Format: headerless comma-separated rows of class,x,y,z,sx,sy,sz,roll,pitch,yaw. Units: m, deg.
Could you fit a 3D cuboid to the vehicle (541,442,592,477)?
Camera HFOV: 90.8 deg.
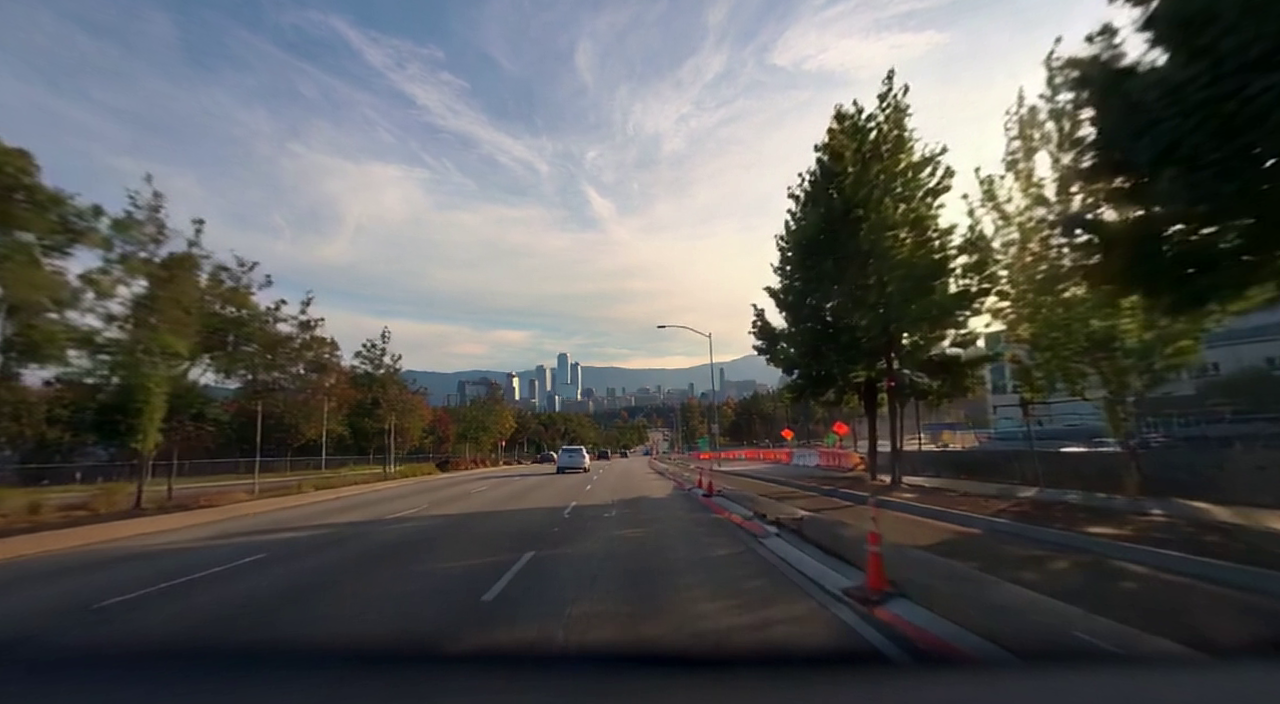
vehicle,-3.651,5.421,32.088,2.121,1.654,3.993,0,-8,0
